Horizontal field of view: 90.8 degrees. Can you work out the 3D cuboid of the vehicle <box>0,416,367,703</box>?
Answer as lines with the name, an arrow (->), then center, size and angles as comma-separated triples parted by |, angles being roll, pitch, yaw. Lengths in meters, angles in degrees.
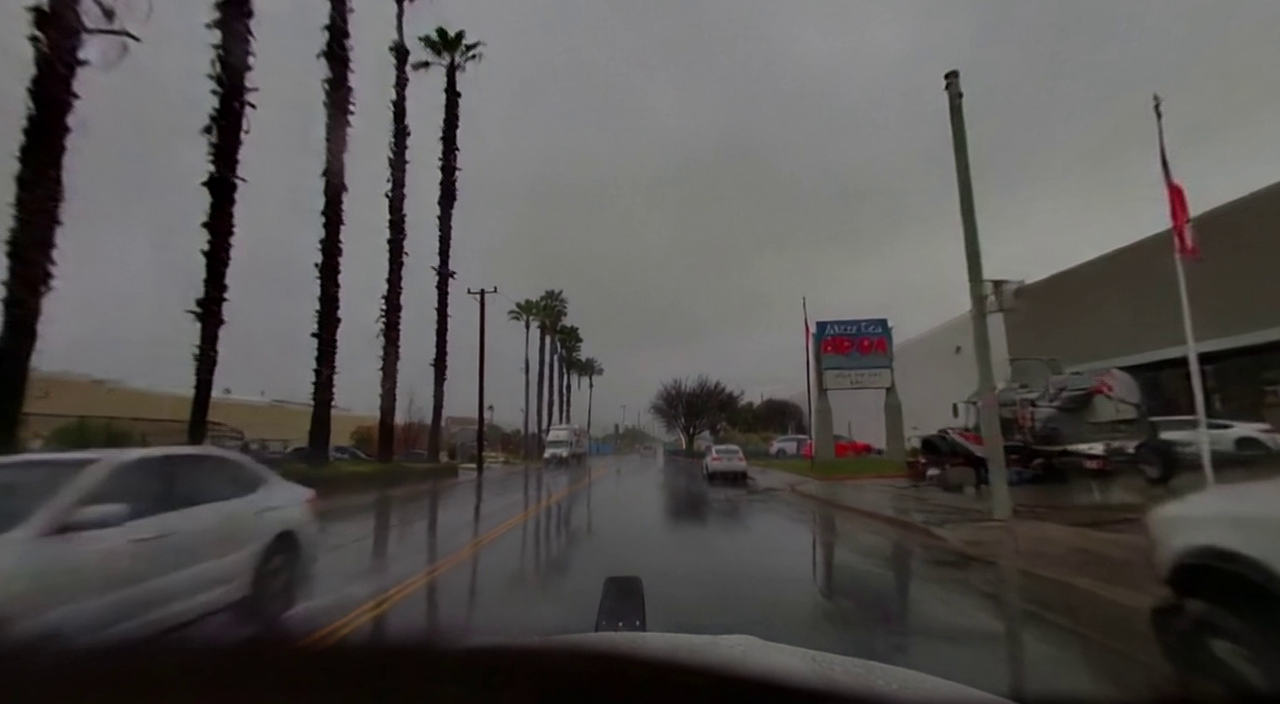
vehicle -> -3.637, 1.199, 3.770 | 2.033, 1.492, 4.477 | 0, -9, 0

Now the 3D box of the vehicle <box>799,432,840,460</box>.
vehicle -> 12.765, 6.678, 44.797 | 2.159, 1.840, 4.404 | -4, -9, 23

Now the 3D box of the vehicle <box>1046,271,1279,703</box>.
vehicle -> 3.589, 0.415, 0.534 | 2.345, 1.969, 6.070 | 0, -9, -1

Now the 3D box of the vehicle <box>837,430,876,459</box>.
vehicle -> 15.295, 6.531, 44.422 | 2.311, 1.876, 4.987 | -4, -9, 21

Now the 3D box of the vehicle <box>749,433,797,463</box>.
vehicle -> 9.455, 6.739, 44.435 | 2.325, 1.877, 5.987 | -6, -9, 19

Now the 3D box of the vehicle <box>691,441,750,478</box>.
vehicle -> 3.701, 5.040, 29.900 | 2.111, 1.611, 4.576 | 0, -9, -1

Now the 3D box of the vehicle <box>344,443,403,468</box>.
vehicle -> -20.320, 7.893, 48.423 | 2.152, 1.746, 5.461 | 0, -9, -1

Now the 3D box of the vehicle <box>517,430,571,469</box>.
vehicle -> -7.452, 7.667, 49.848 | 2.845, 2.738, 7.208 | -3, -8, 2
